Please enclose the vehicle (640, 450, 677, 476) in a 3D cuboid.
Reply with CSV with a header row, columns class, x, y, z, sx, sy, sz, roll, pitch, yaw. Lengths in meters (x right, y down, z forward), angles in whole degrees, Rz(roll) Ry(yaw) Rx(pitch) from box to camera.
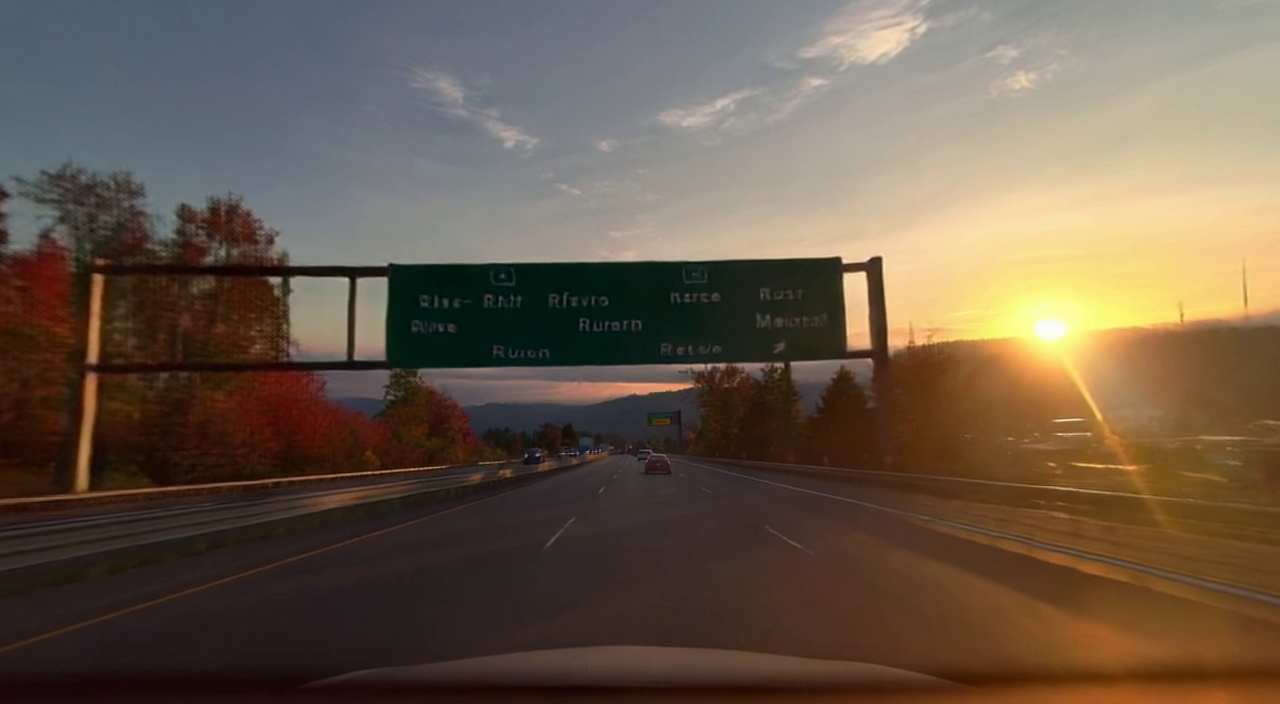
class,x,y,z,sx,sy,sz,roll,pitch,yaw
vehicle,1.021,6.462,36.816,2.036,1.457,3.471,0,-9,-1
